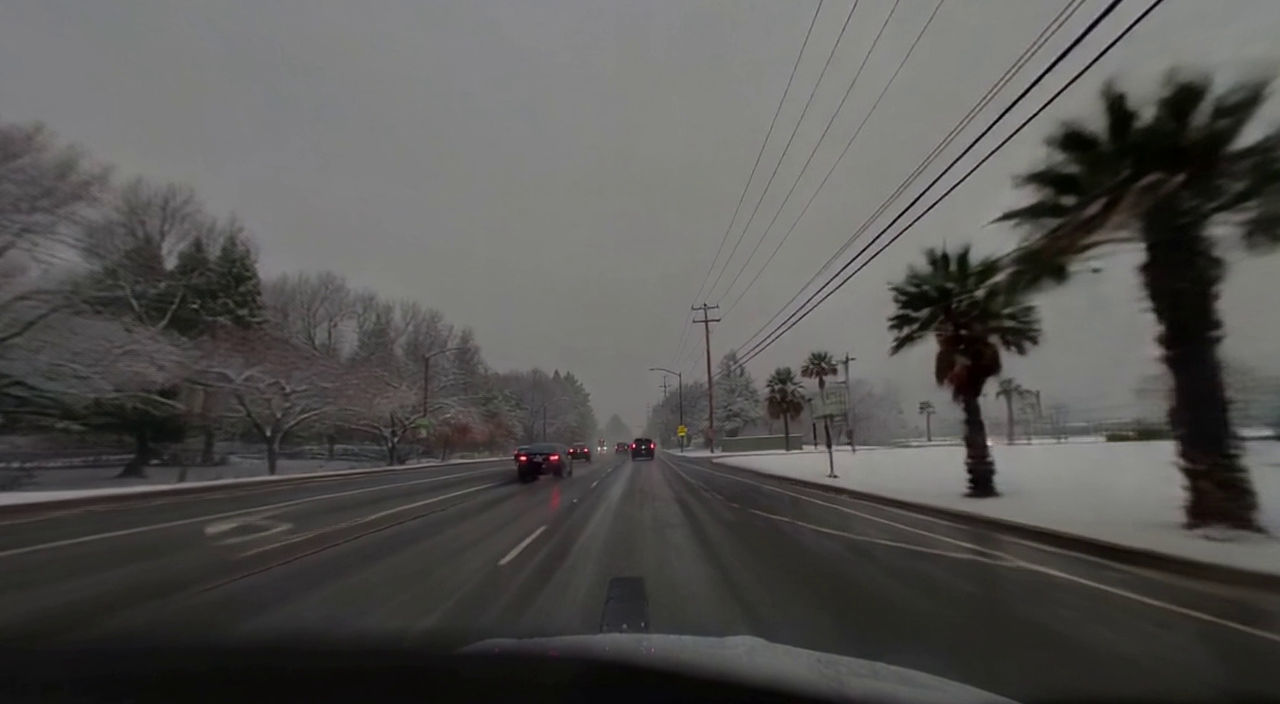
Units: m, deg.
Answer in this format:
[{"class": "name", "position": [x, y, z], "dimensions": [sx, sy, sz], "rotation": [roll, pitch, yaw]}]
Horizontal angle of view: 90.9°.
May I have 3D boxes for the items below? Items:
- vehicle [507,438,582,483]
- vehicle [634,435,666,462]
[{"class": "vehicle", "position": [-3.354, 3.906, 23.004], "dimensions": [1.982, 1.451, 4.152], "rotation": [0, -8, 1]}, {"class": "vehicle", "position": [0.698, 6.900, 45.145], "dimensions": [2.155, 1.781, 3.977], "rotation": [0, -8, 0]}]
